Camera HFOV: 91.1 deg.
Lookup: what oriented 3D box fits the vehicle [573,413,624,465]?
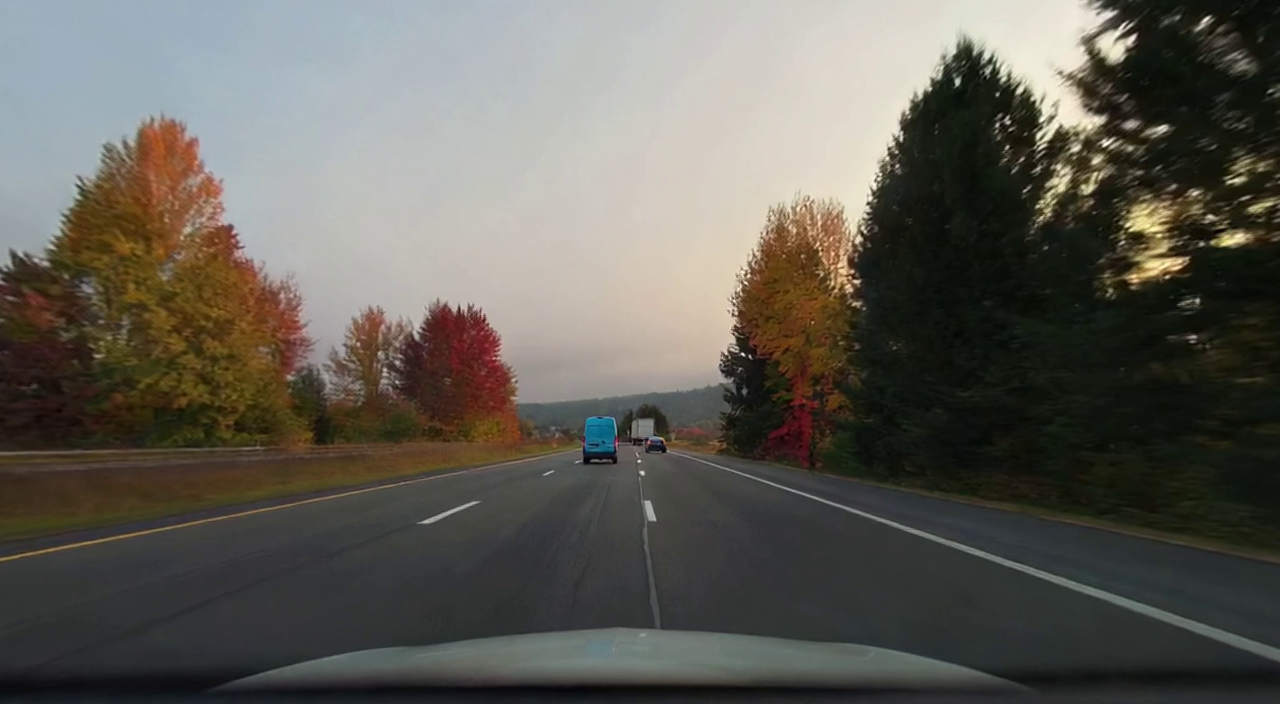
[{"bbox_3d":[-2.164,4.764,34.587,2.389,2.637,5.437,0,-8,1],"label":"vehicle"}]
